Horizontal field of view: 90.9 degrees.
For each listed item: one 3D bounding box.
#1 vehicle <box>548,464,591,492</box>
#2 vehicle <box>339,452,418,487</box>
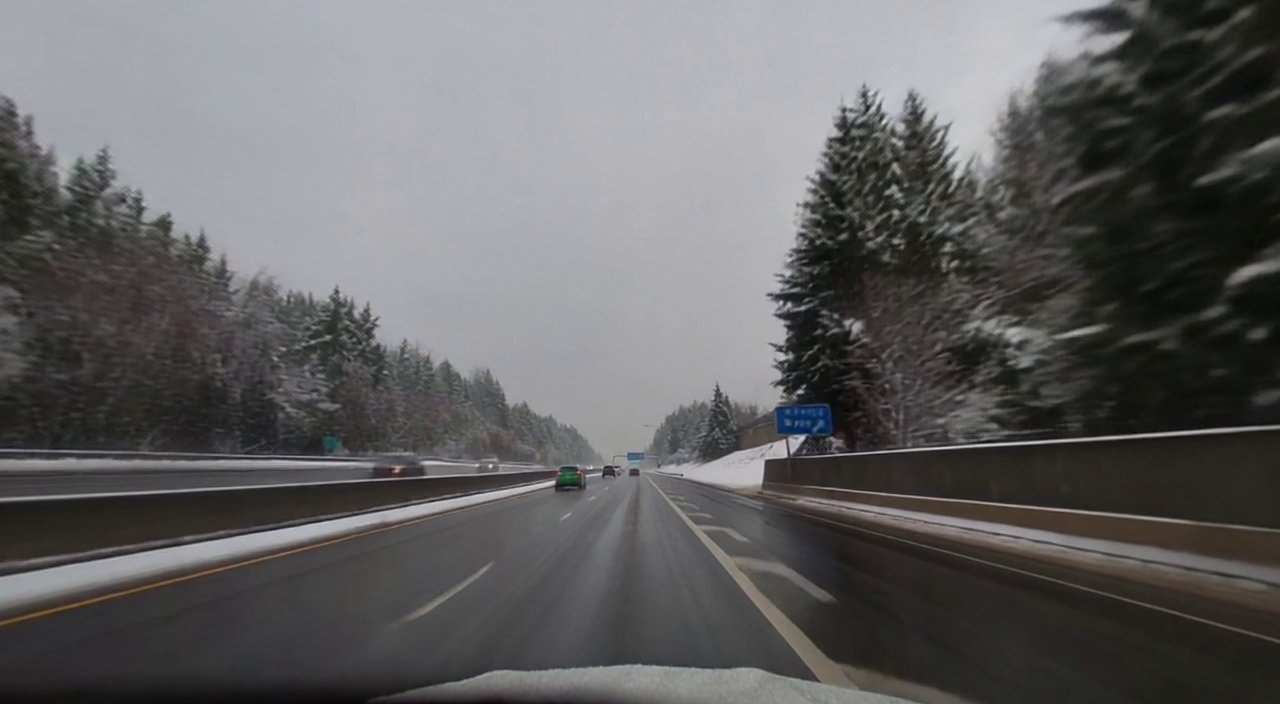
[{"bbox_3d":[-4.073,7.373,36.969,2.006,1.469,4.050,1,-10,0],"label":"vehicle"},{"bbox_3d":[-12.790,5.811,31.185,1.983,1.559,4.378,1,-10,0],"label":"vehicle"}]
